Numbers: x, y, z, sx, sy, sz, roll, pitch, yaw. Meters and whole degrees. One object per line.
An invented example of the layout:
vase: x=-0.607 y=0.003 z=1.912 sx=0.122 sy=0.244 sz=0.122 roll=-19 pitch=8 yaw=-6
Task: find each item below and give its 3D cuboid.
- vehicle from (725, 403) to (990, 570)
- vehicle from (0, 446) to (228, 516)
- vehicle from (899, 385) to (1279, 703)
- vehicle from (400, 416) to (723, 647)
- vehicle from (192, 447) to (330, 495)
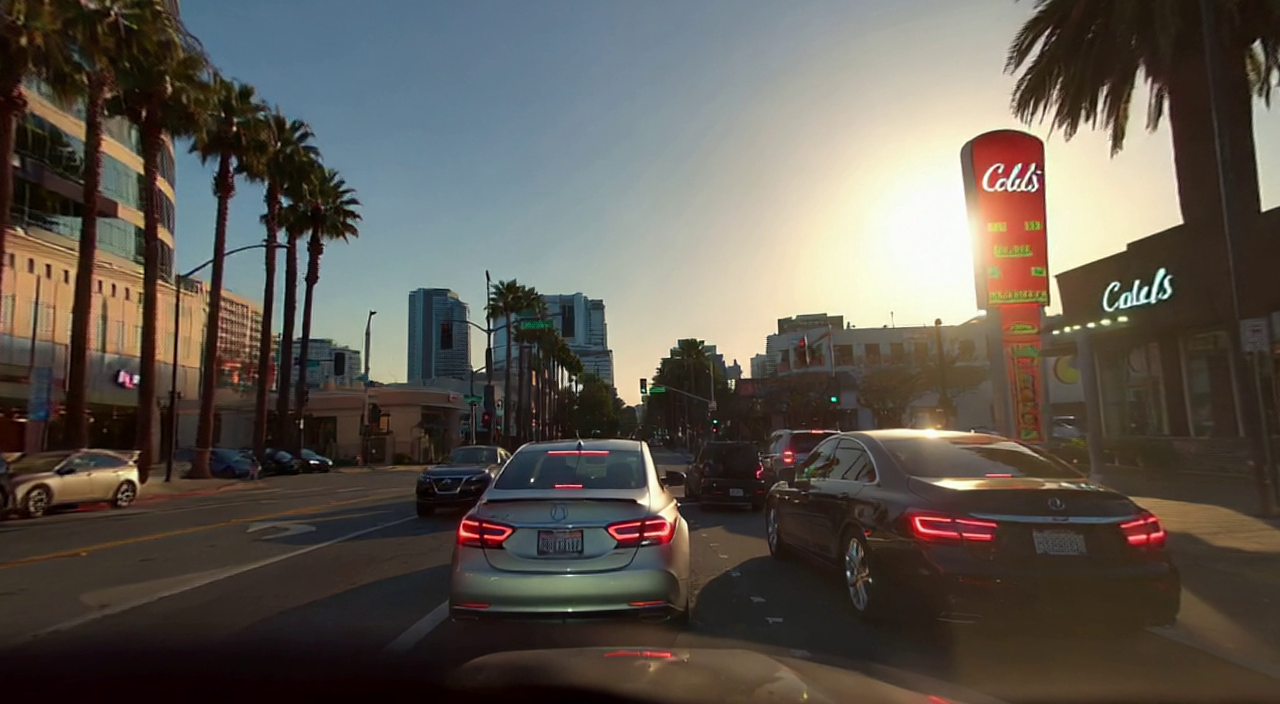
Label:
vehicle: x=2.638 y=1.770 z=9.060 sx=2.096 sy=1.775 sz=4.440 roll=0 pitch=-9 yaw=-1
vehicle: x=-12.864 y=3.134 z=15.938 sx=1.870 sy=1.475 sz=4.531 roll=0 pitch=-9 yaw=0
vehicle: x=2.622 y=0.811 z=1.476 sx=2.085 sy=1.469 sz=4.458 roll=0 pitch=-9 yaw=-1
vehicle: x=-0.521 y=1.478 z=6.224 sx=2.096 sy=1.492 sz=4.071 roll=0 pitch=-9 yaw=0
vehicle: x=-12.861 y=4.026 z=21.872 sx=1.856 sy=1.455 sz=4.700 roll=0 pitch=-9 yaw=0
